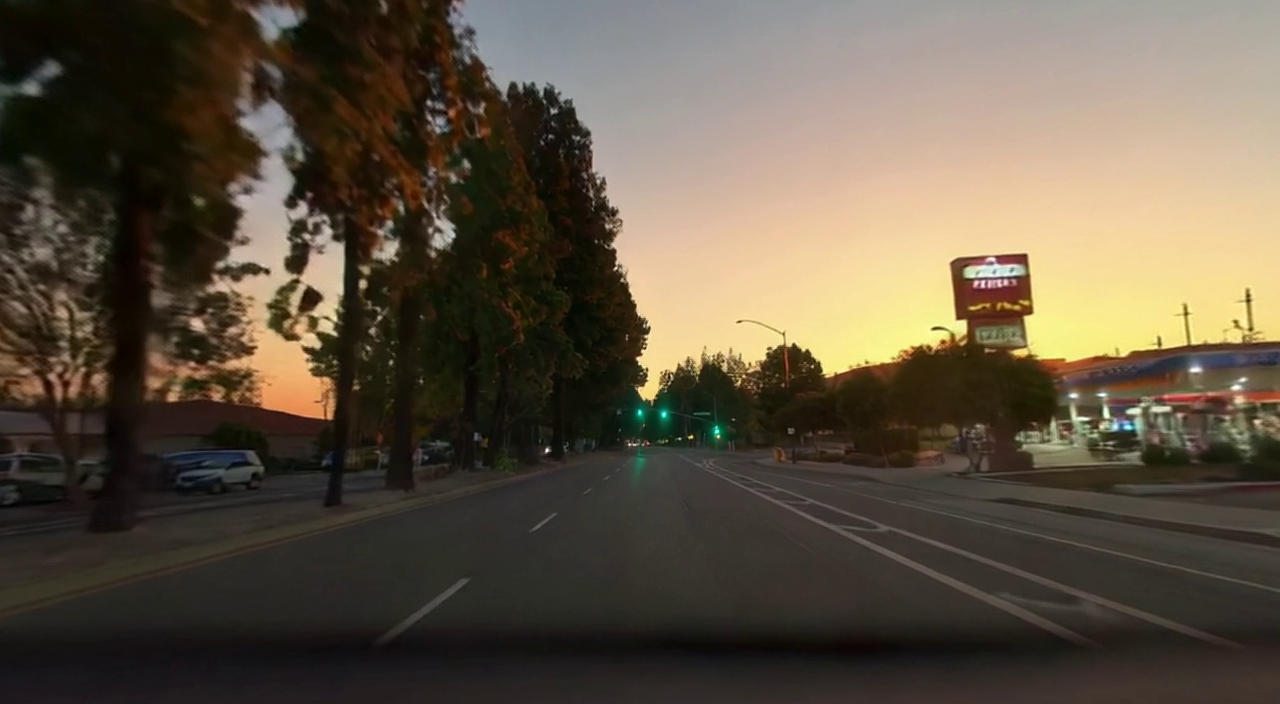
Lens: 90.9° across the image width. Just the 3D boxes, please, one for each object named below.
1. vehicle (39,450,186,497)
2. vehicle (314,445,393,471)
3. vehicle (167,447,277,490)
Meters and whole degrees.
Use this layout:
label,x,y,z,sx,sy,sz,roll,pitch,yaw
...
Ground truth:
label,x,y,z,sx,sy,sz,roll,pitch,yaw
vehicle,-23.758,5.460,28.526,4.634,1.977,2.282,-1,-9,3
vehicle,-22.584,8.344,49.865,5.215,1.887,2.213,0,-9,-8
vehicle,-24.180,6.712,36.594,5.040,2.072,1.949,-3,-6,0
